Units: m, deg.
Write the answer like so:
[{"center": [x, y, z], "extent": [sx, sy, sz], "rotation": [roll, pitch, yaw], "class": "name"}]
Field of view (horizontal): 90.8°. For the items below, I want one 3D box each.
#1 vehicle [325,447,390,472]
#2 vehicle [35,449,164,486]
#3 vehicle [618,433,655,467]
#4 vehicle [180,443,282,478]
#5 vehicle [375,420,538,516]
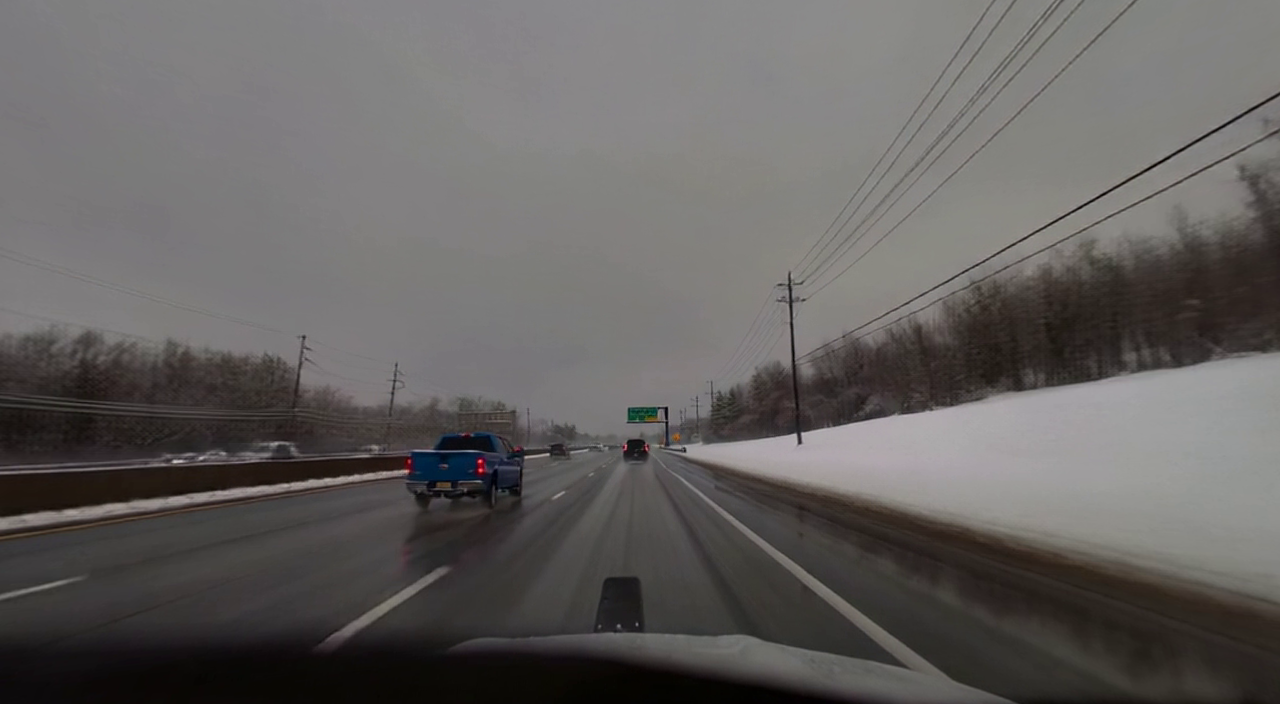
[{"center": [-17.760, 6.758, 39.981], "extent": [1.961, 1.455, 4.675], "rotation": [0, -9, 0], "class": "vehicle"}, {"center": [-25.095, 5.368, 29.595], "extent": [1.964, 1.550, 4.603], "rotation": [0, -8, 0], "class": "vehicle"}, {"center": [-0.272, 6.474, 41.793], "extent": [2.358, 2.144, 4.713], "rotation": [0, -8, -1], "class": "vehicle"}, {"center": [-21.099, 5.599, 32.894], "extent": [2.034, 1.653, 4.825], "rotation": [0, -9, 1], "class": "vehicle"}, {"center": [-3.943, 2.617, 14.767], "extent": [2.204, 1.812, 5.289], "rotation": [0, -8, 0], "class": "vehicle"}]
